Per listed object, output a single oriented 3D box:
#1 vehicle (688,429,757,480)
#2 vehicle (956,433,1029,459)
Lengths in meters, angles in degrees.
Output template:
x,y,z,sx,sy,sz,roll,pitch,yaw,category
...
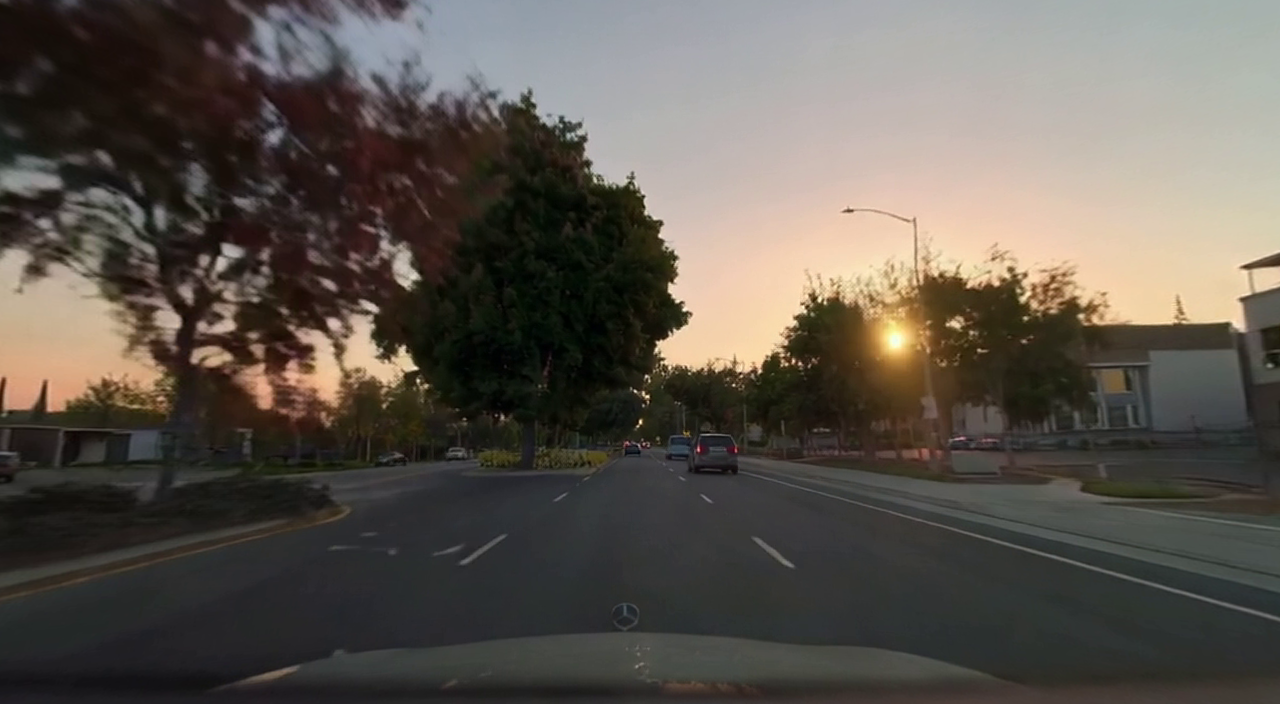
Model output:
x,y,z,sx,sy,sz,roll,pitch,yaw,category
3.126,3.990,24.949,2.060,1.816,4.343,0,-8,-1,vehicle
27.818,7.437,49.949,4.609,1.919,1.985,0,-8,-9,vehicle
